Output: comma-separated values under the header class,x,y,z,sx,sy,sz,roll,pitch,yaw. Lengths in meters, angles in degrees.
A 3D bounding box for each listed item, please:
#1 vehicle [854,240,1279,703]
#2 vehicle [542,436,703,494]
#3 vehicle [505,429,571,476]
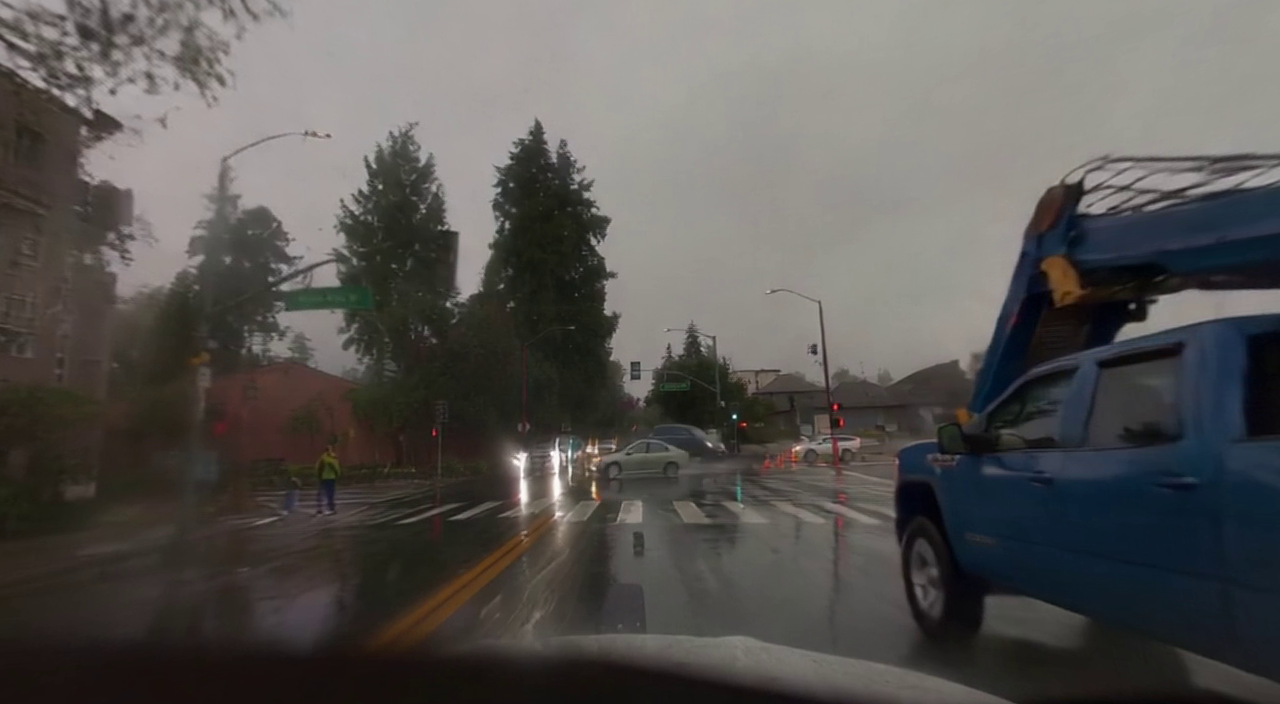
class,x,y,z,sx,sy,sz,roll,pitch,yaw
vehicle,3.059,0.810,2.885,2.177,2.015,5.463,0,-9,-1
vehicle,-0.505,3.514,20.100,4.771,1.630,1.979,5,-10,-31
vehicle,-6.109,6.162,39.023,2.896,2.560,7.322,0,-9,-1
